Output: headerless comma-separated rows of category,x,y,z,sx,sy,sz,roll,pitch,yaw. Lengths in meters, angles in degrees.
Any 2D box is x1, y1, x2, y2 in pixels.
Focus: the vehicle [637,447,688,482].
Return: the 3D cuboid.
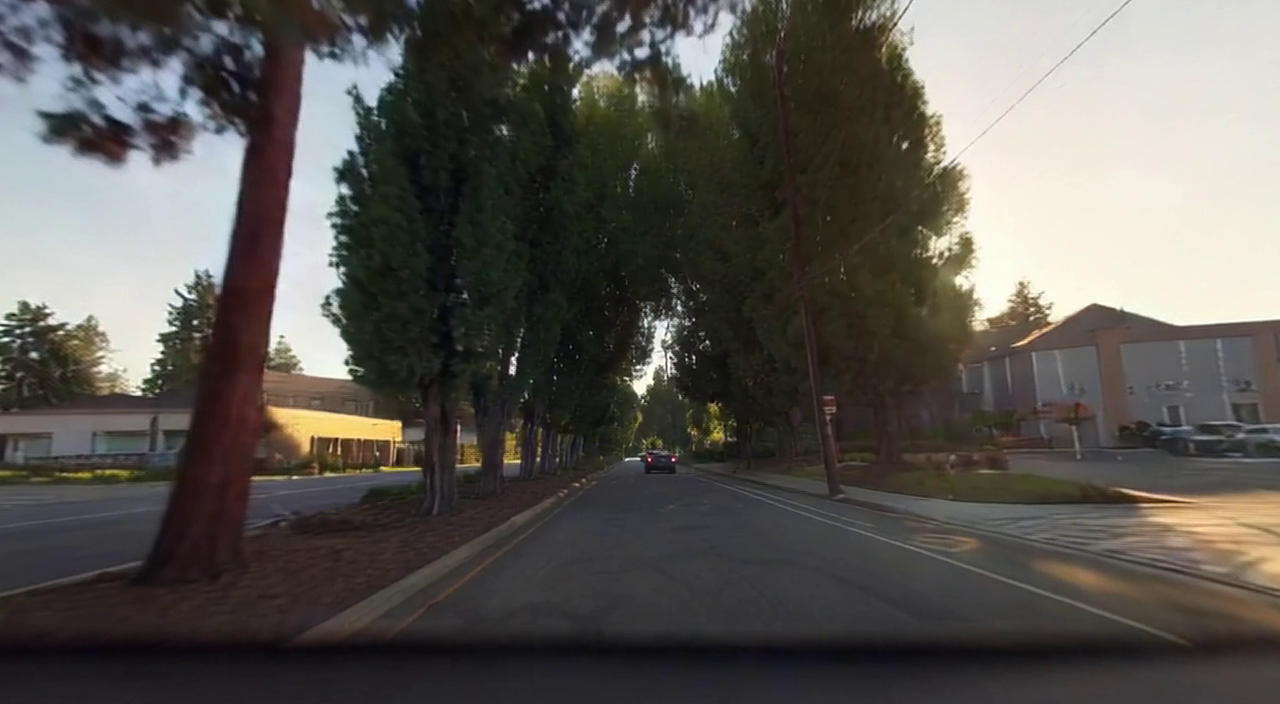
vehicle,0.963,5.306,30.095,2.061,1.475,4.296,0,-8,-3
